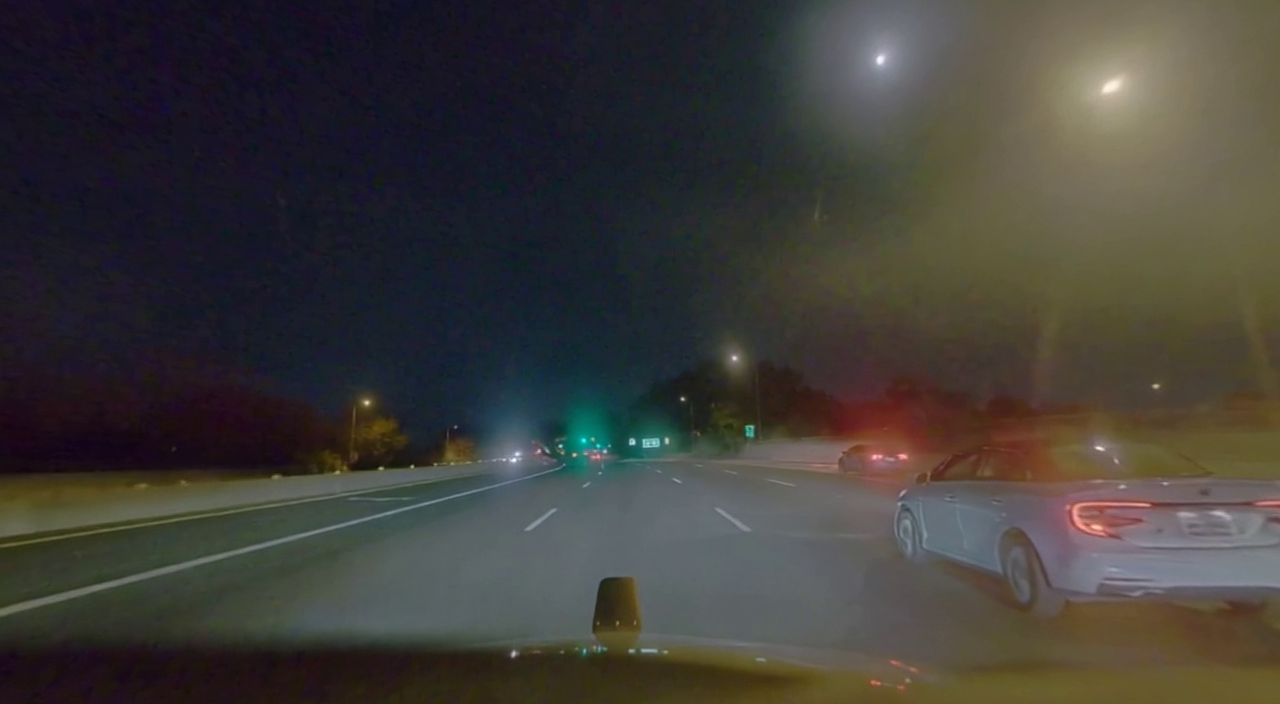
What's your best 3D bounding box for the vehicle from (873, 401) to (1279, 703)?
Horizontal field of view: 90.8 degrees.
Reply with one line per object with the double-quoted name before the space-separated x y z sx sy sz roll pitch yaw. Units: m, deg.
"vehicle" 3.919 1.287 5.010 2.217 1.477 4.817 0 -8 -1
